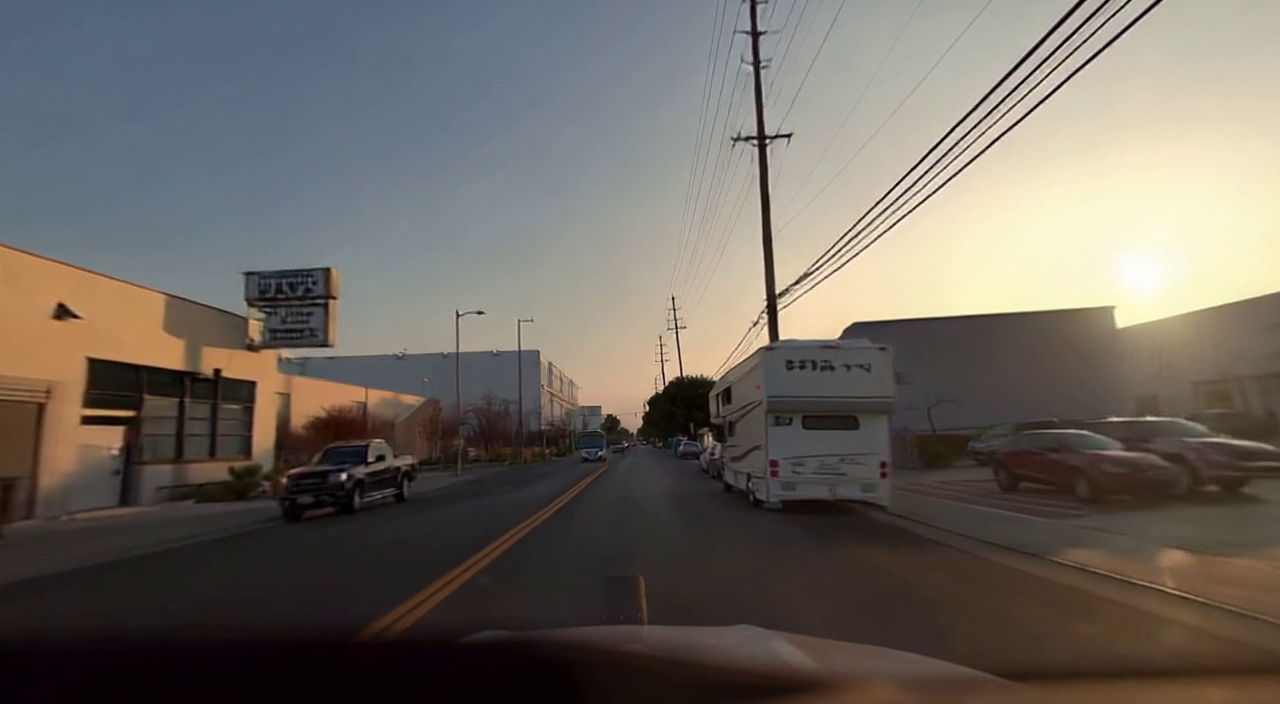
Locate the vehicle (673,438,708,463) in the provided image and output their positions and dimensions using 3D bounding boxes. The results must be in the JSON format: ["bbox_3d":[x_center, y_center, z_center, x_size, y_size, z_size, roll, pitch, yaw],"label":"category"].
[{"bbox_3d":[3.840,7.602,48.854,2.112,1.848,4.913,0,-8,-2],"label":"vehicle"}]

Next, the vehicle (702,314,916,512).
[{"bbox_3d":[3.839,1.922,16.927,3.029,3.860,7.726,-5,-10,-2],"label":"vehicle"}]

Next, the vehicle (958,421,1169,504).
[{"bbox_3d":[9.674,2.556,14.993,2.039,1.662,4.304,-1,-8,1],"label":"vehicle"}]

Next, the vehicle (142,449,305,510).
[{"bbox_3d":[-12.306,3.740,19.067,1.763,1.497,4.275,-5,-9,6],"label":"vehicle"}]

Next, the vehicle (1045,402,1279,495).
[{"bbox_3d":[12.277,2.284,15.084,2.022,1.849,4.509,0,-8,-2],"label":"vehicle"}]

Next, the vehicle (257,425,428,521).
[{"bbox_3d":[-7.893,3.244,17.522,2.177,2.075,5.427,-4,-9,-1],"label":"vehicle"}]
